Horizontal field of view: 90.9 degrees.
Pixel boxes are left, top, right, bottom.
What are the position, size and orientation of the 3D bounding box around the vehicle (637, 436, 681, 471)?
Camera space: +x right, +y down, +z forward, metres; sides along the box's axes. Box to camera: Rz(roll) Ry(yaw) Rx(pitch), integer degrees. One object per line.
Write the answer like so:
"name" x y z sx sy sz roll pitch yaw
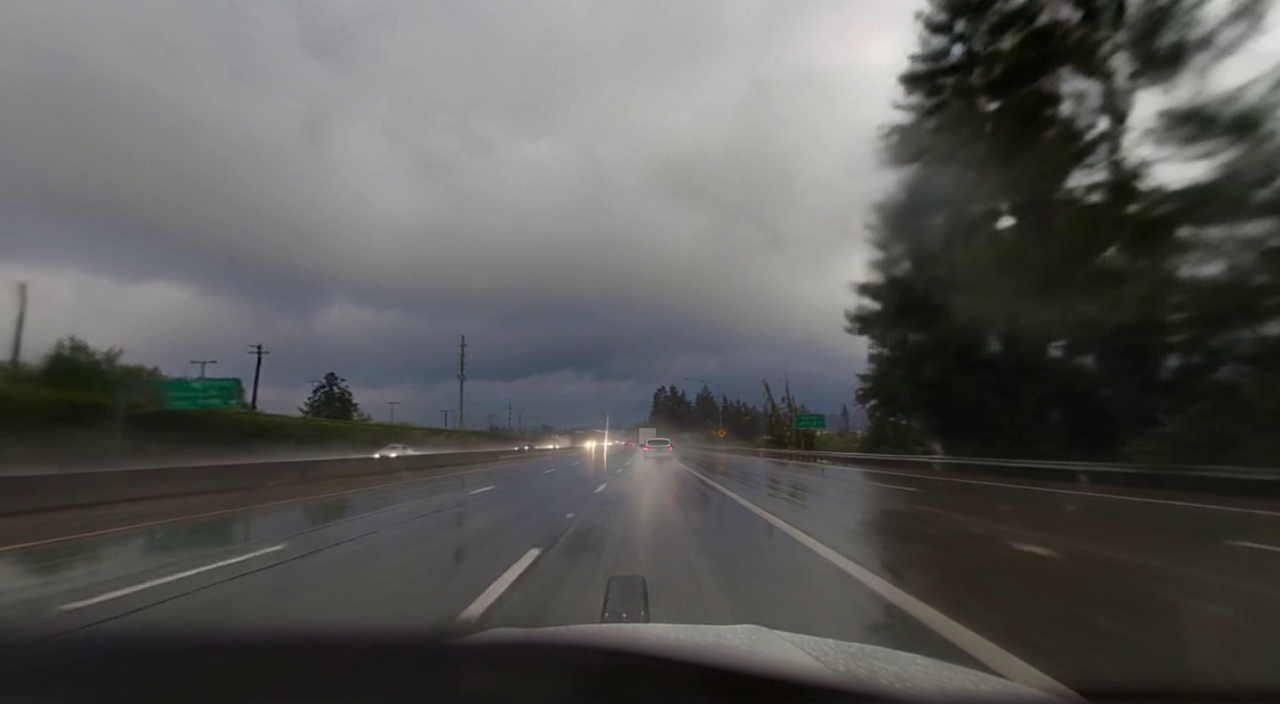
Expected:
"vehicle" 0.965 5.533 34.665 2.260 1.766 4.348 0 -8 0
